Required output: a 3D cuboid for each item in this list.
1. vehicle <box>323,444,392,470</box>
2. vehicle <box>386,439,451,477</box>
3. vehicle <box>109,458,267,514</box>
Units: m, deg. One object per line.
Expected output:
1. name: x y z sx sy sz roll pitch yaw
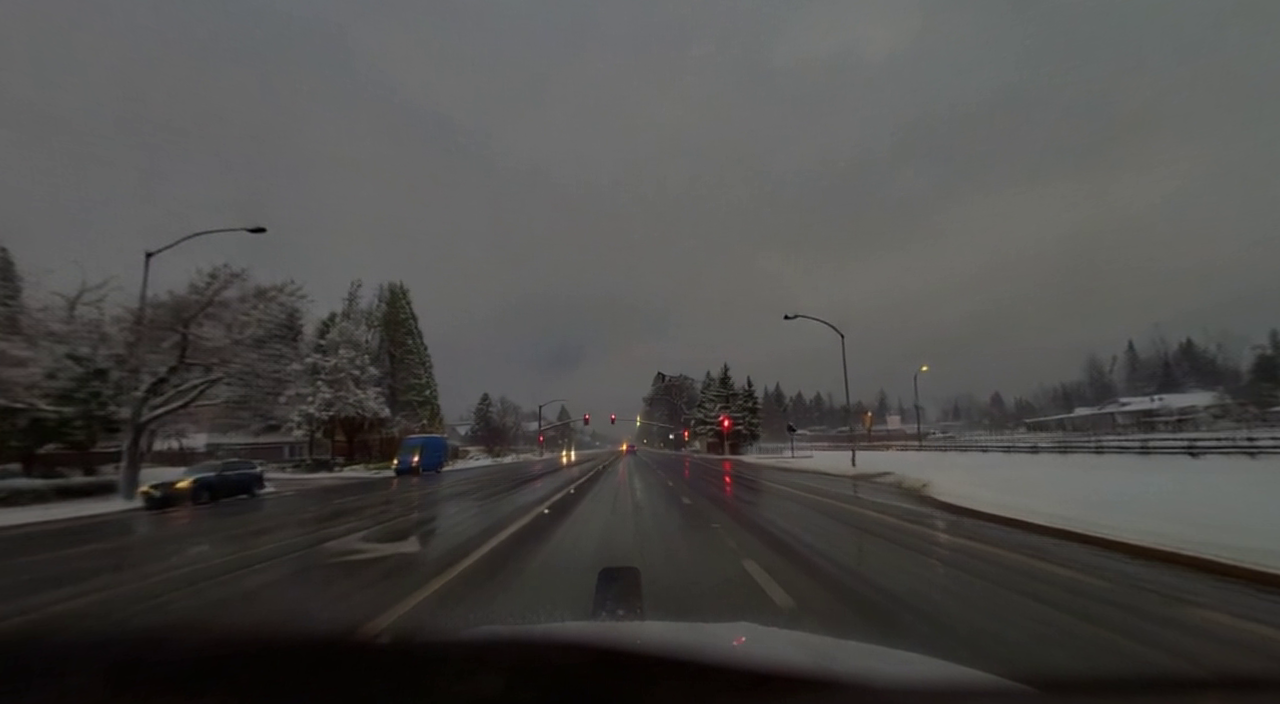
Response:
1. vehicle: -21.243 7.890 47.572 4.323 1.678 1.890 -2 -7 -1
2. vehicle: -13.871 6.636 39.954 2.346 2.217 5.290 0 -8 -2
3. vehicle: -14.081 4.154 20.050 1.888 1.470 4.282 0 -8 -1
